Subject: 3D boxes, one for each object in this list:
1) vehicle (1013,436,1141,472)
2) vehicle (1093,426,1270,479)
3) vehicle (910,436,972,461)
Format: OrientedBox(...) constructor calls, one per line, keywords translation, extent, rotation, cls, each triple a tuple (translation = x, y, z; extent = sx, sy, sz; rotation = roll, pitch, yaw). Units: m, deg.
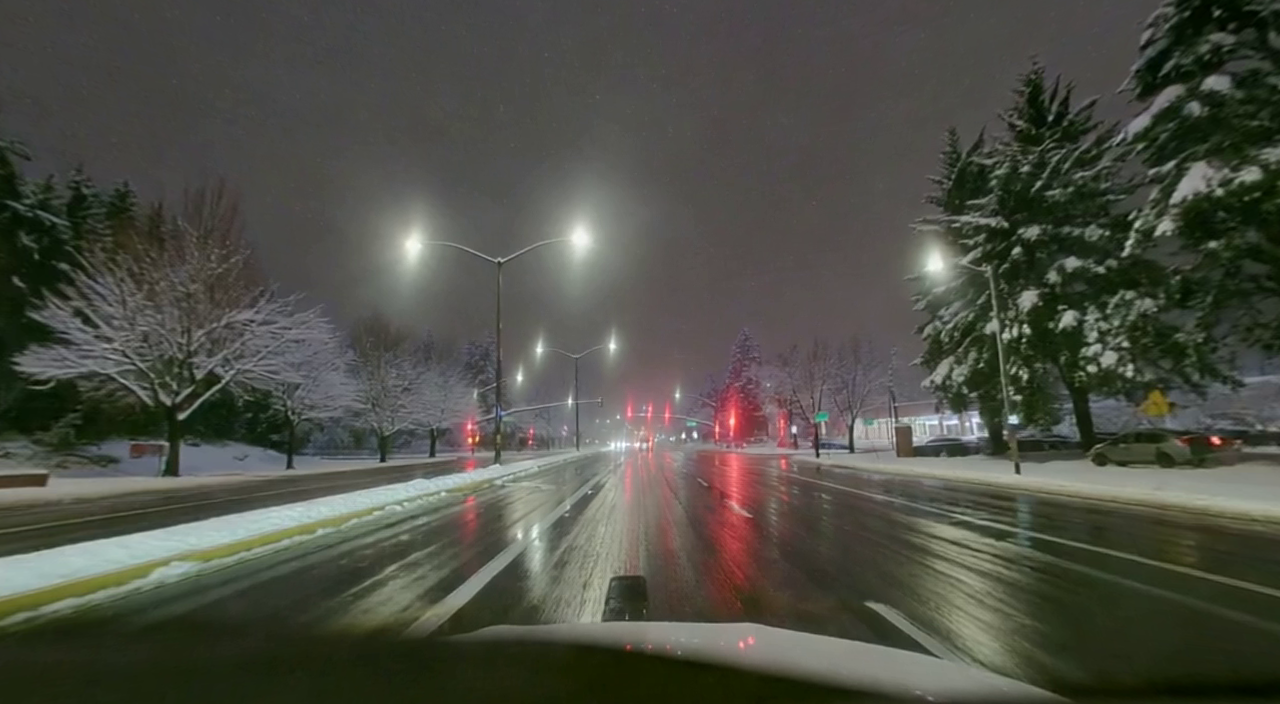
OrientedBox(translation=(19.036, 4.468, 27.710), extent=(4.348, 1.448, 1.976), rotation=(-6, -10, 29), cls="vehicle")
OrientedBox(translation=(18.593, 3.476, 21.989), extent=(4.390, 1.630, 2.131), rotation=(-6, -10, 36), cls="vehicle")
OrientedBox(translation=(19.281, 6.219, 40.568), extent=(1.842, 1.495, 4.474), rotation=(0, -8, 1), cls="vehicle")
